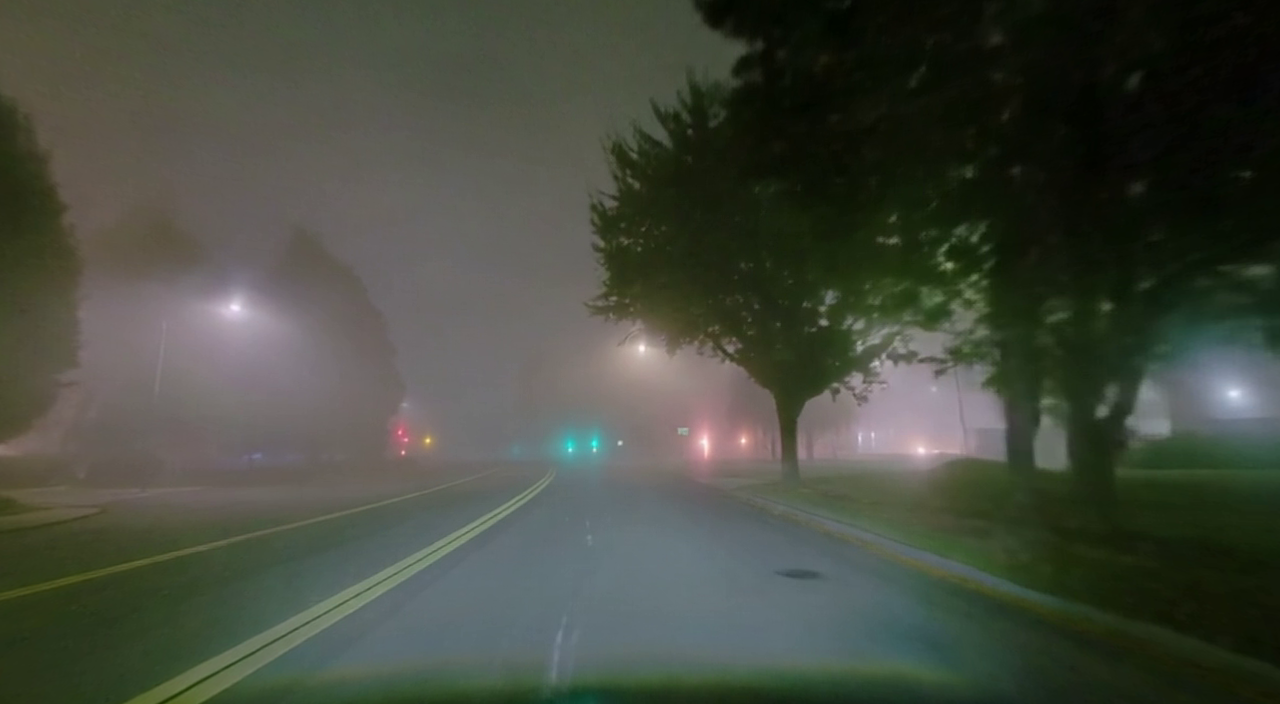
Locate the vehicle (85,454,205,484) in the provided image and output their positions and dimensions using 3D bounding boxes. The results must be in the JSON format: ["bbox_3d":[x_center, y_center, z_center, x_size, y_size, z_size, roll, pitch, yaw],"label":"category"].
[{"bbox_3d":[-26.019,6.144,33.334,4.527,1.441,2.024,1,-8,-4],"label":"vehicle"}]
